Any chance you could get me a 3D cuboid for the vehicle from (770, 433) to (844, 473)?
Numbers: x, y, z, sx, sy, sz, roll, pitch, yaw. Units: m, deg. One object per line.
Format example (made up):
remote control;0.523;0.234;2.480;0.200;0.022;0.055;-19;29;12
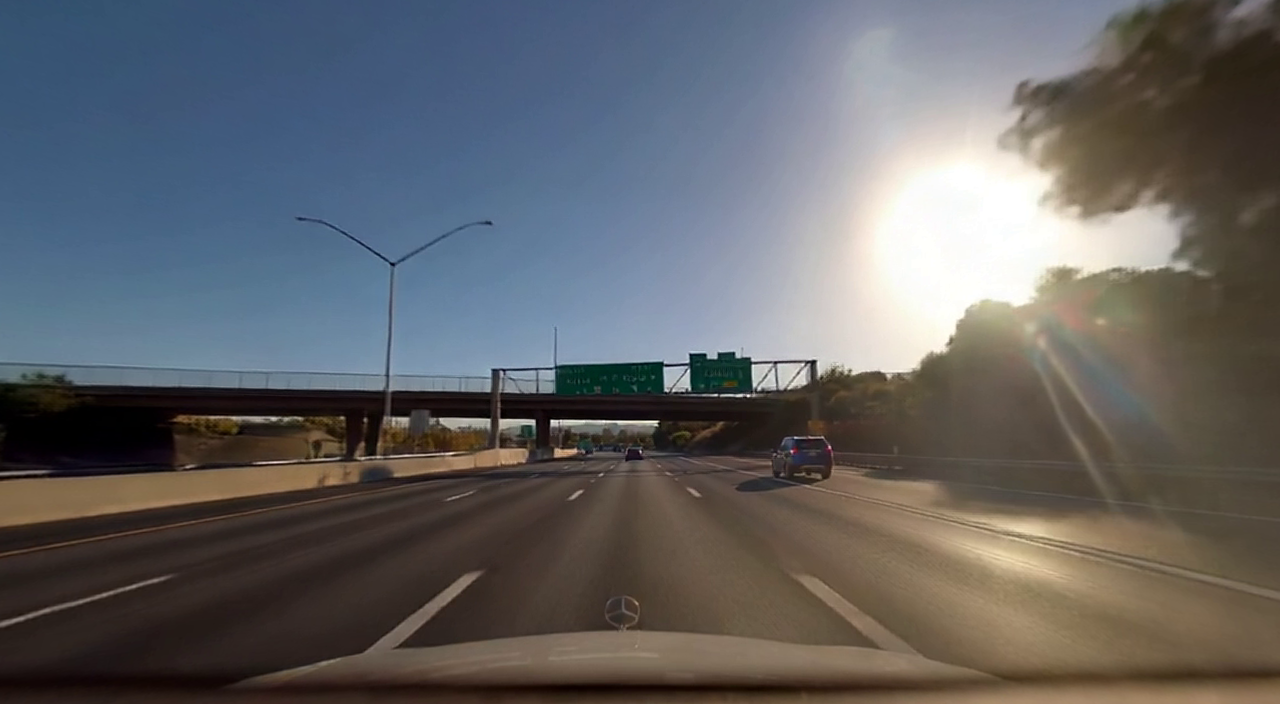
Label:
vehicle;7.709;4.730;29.544;2.091;1.711;4.383;0;-9;-2
